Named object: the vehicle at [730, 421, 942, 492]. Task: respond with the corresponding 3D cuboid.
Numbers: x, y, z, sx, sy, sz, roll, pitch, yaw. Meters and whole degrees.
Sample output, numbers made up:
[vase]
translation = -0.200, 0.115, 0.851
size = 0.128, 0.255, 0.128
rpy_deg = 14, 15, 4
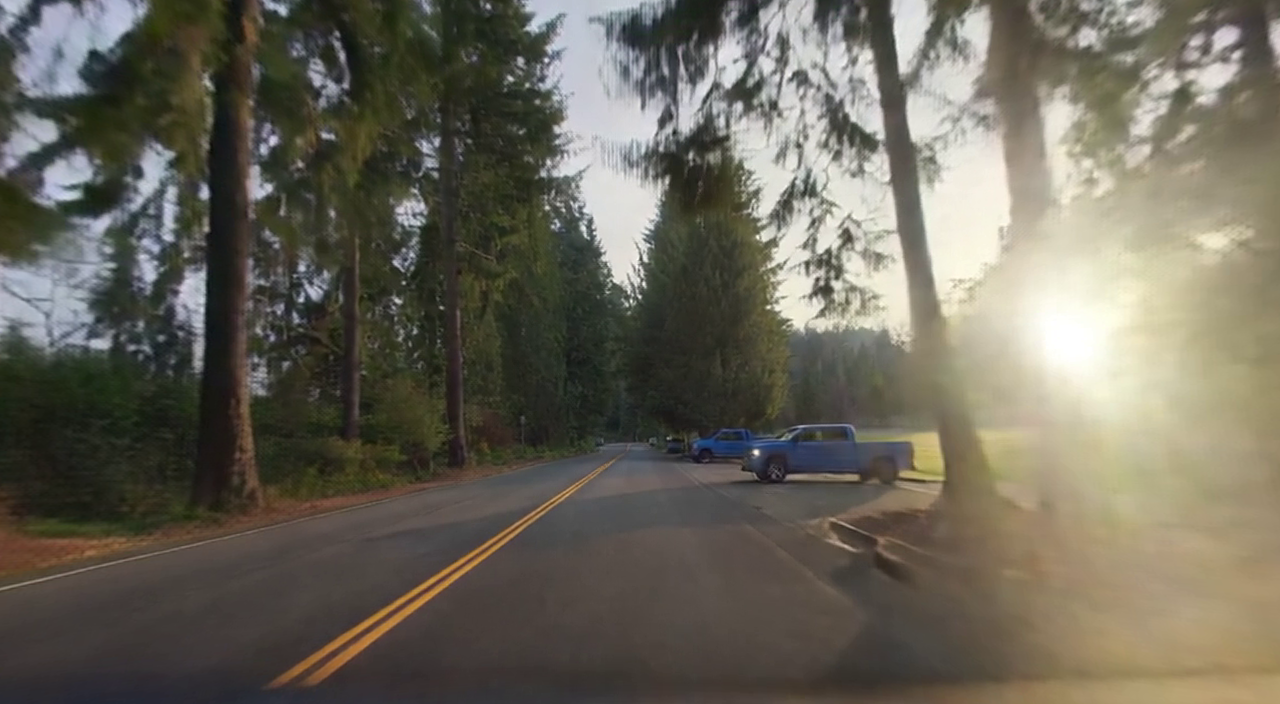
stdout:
[vehicle]
translation = 5.953, 3.264, 19.905
size = 5.797, 2.070, 2.502
rpy_deg = 0, -8, -1
